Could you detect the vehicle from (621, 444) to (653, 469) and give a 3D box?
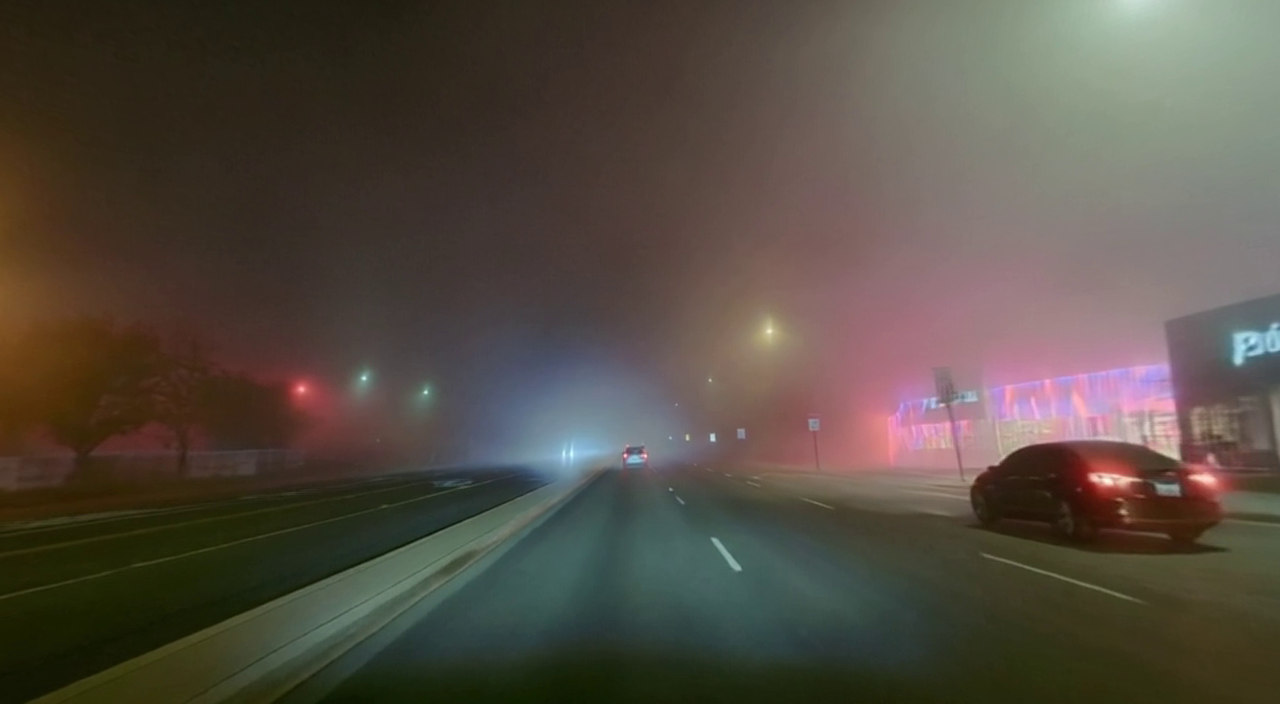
[{"bbox_3d":[-0.207,6.829,41.505,2.027,1.494,3.942,0,-8,-1],"label":"vehicle"}]

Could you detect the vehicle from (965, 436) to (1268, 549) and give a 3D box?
[{"bbox_3d":[7.332,2.147,10.408,1.849,1.464,4.119,0,-8,2],"label":"vehicle"}]
